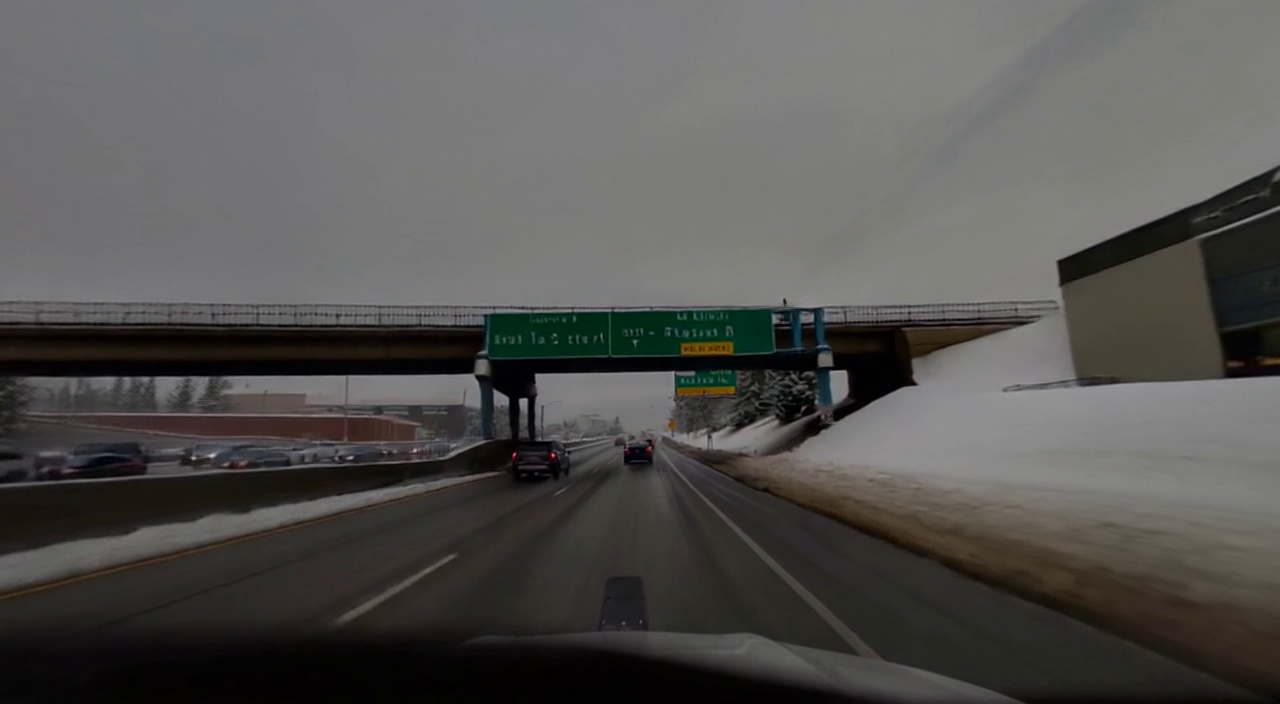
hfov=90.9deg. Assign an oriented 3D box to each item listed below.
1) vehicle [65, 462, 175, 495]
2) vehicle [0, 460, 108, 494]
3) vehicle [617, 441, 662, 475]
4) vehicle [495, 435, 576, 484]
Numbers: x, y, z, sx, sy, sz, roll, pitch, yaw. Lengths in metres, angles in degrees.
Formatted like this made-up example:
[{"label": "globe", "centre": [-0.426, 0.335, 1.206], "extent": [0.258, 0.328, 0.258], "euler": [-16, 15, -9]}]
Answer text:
[{"label": "vehicle", "centre": [-28.064, 6.802, 34.288], "extent": [1.869, 1.537, 4.731], "euler": [0, -8, 1]}, {"label": "vehicle", "centre": [-31.843, 6.701, 34.131], "extent": [1.938, 1.598, 4.624], "euler": [0, -8, 1]}, {"label": "vehicle", "centre": [0.001, 4.718, 28.238], "extent": [1.877, 1.386, 3.872], "euler": [0, -8, 0]}, {"label": "vehicle", "centre": [-3.665, 3.870, 22.941], "extent": [2.064, 1.589, 4.213], "euler": [0, -8, 2]}]
